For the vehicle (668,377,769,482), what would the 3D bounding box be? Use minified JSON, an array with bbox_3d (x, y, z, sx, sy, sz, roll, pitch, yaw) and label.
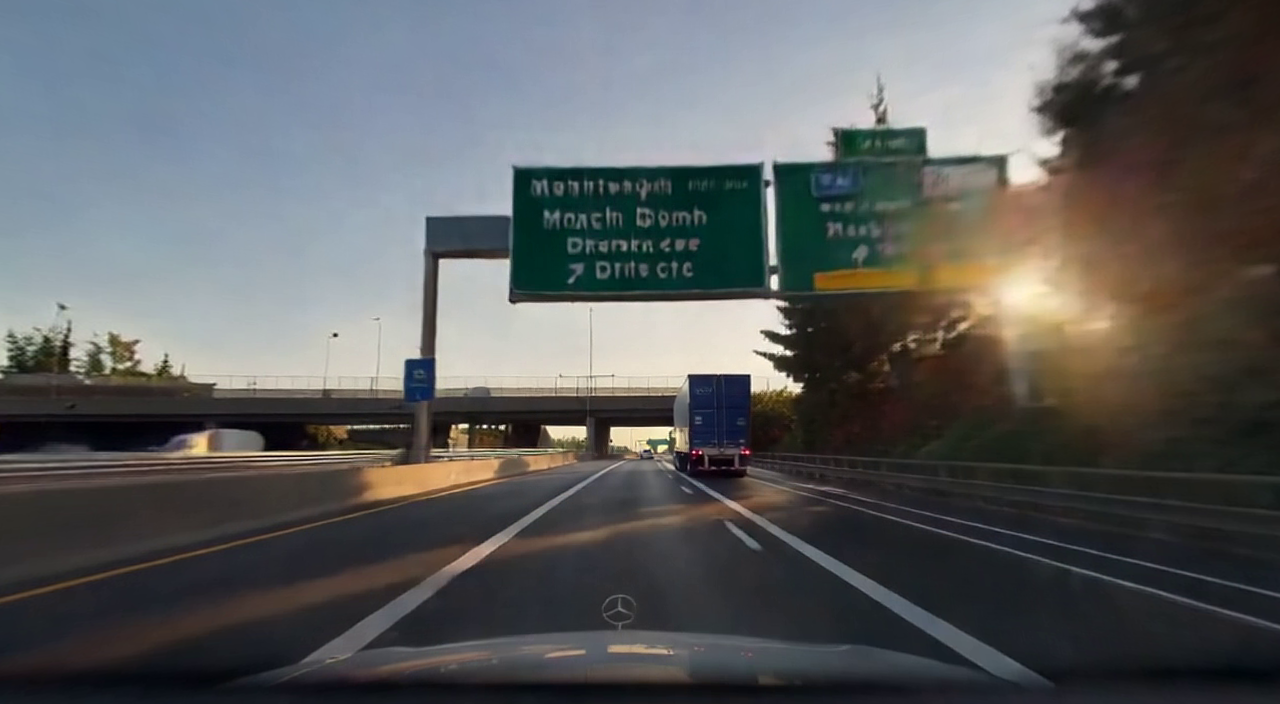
[{"bbox_3d":[3.346,4.106,31.619,3.244,4.020,14.561,0,-9,0],"label":"vehicle"}]
